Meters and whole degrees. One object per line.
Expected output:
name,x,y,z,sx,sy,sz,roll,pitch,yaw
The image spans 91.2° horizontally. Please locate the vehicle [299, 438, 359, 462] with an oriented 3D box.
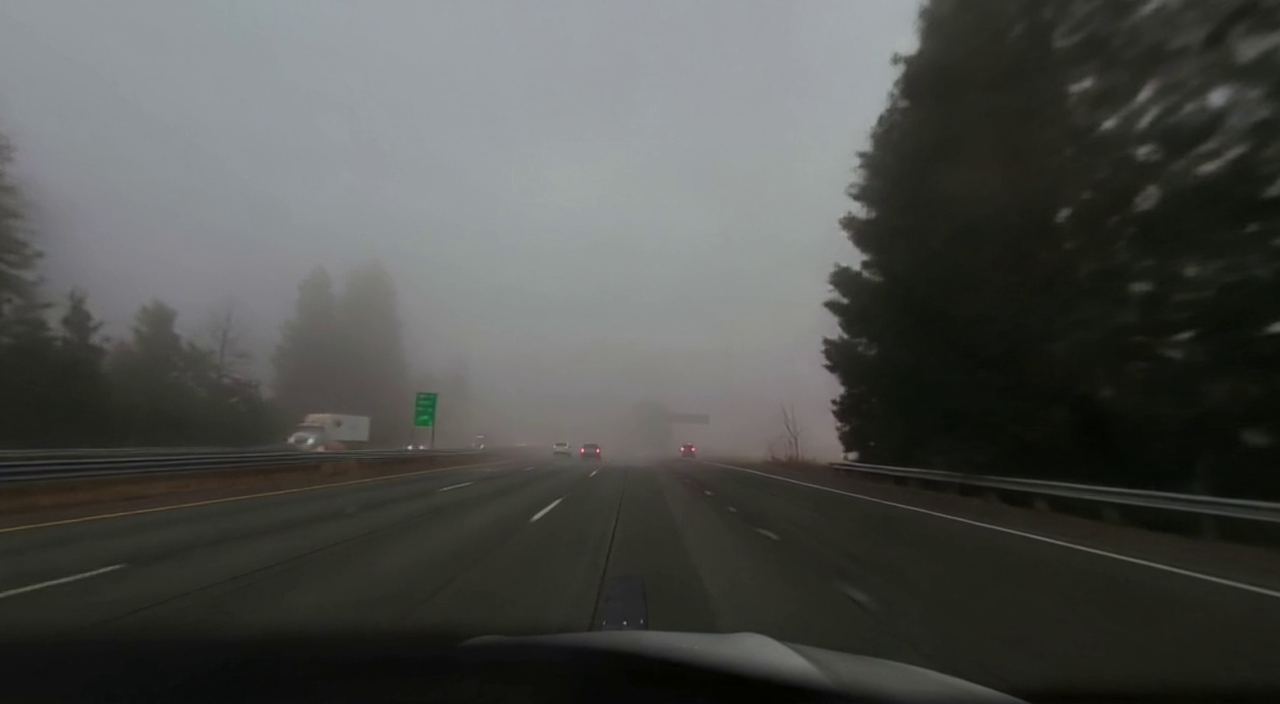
vehicle,-21.303,6.739,43.167,1.890,1.528,4.519,0,-8,-1
